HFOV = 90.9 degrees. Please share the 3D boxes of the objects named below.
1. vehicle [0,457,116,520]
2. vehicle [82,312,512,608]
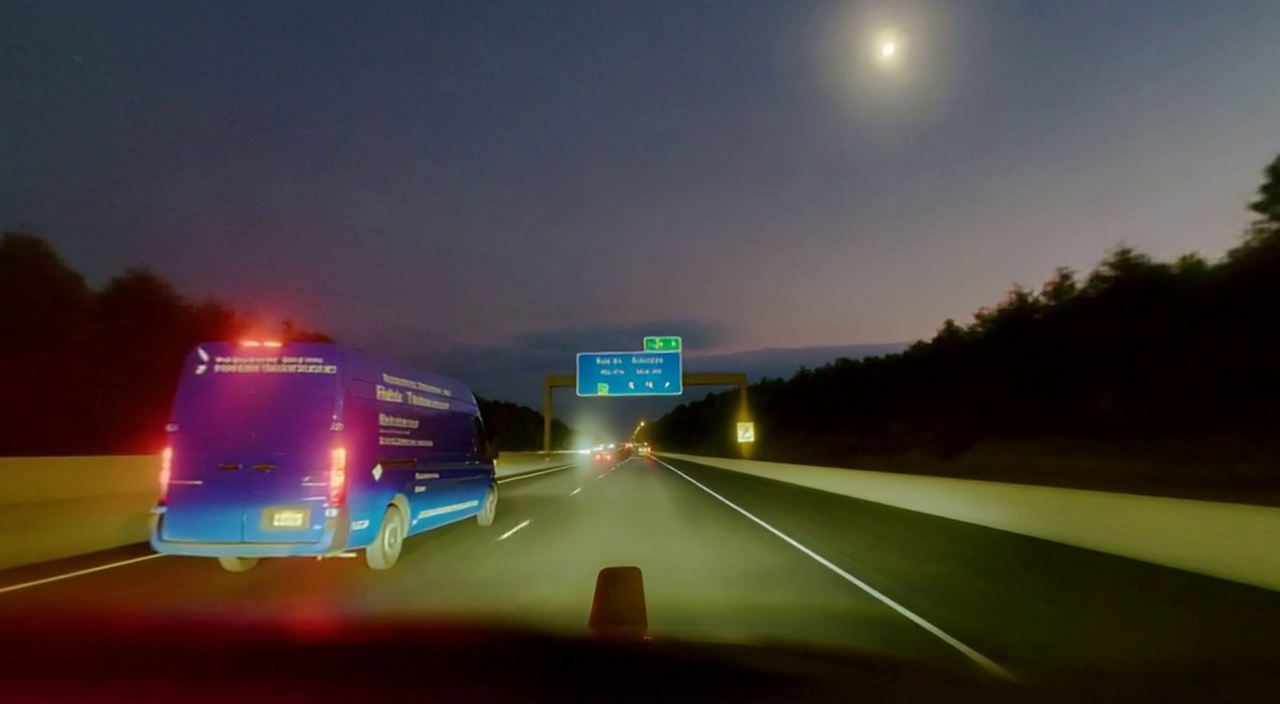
[{"bbox_3d":[-16.468,3.506,16.393,1.840,1.455,4.357,0,-9,1],"label":"vehicle"},{"bbox_3d":[-3.736,1.452,9.170,2.320,2.636,7.021,0,-9,0],"label":"vehicle"}]
